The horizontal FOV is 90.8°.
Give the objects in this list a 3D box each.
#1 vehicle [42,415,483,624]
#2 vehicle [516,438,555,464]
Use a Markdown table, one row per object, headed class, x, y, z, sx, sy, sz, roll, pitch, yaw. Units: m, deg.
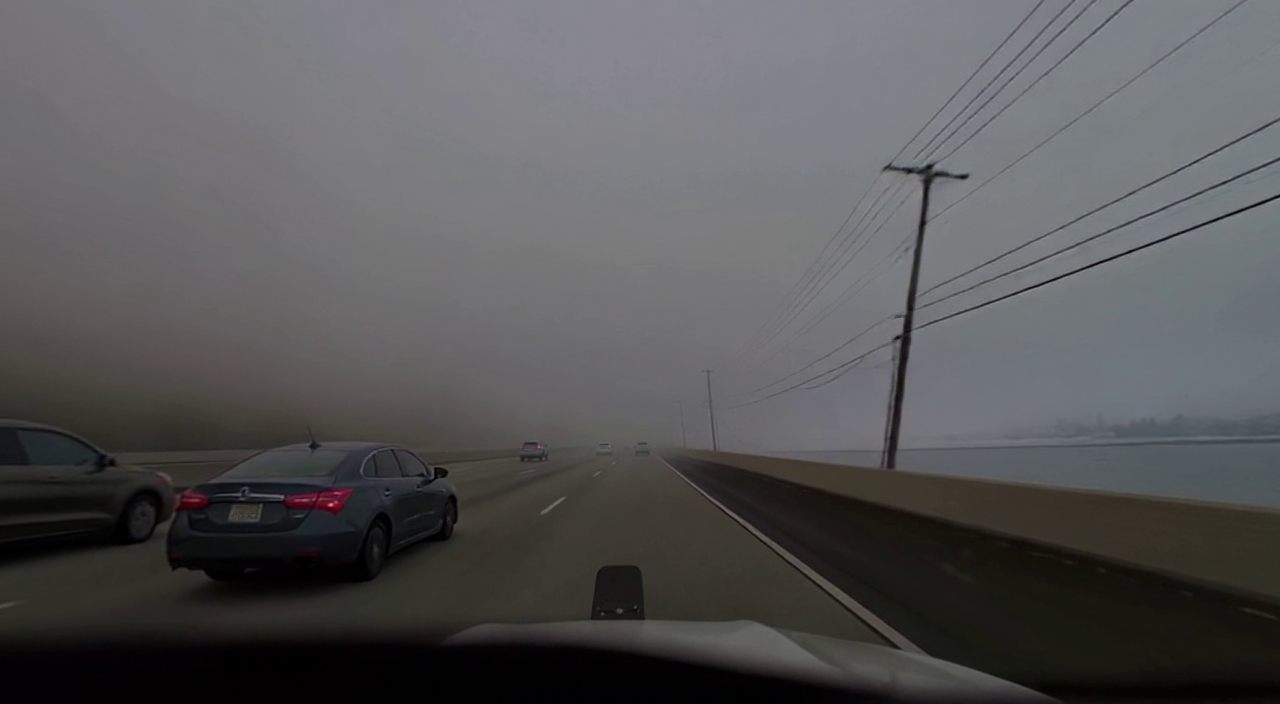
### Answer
| class | x | y | z | sx | sy | sz | roll | pitch | yaw |
| --- | --- | --- | --- | --- | --- | --- | --- | --- | --- |
| vehicle | -3.316 | 1.549 | 6.887 | 2.015 | 1.501 | 4.454 | 0 | -8 | 1 |
| vehicle | -7.405 | 7.053 | 45.155 | 2.050 | 1.717 | 4.418 | 0 | -8 | 0 |
